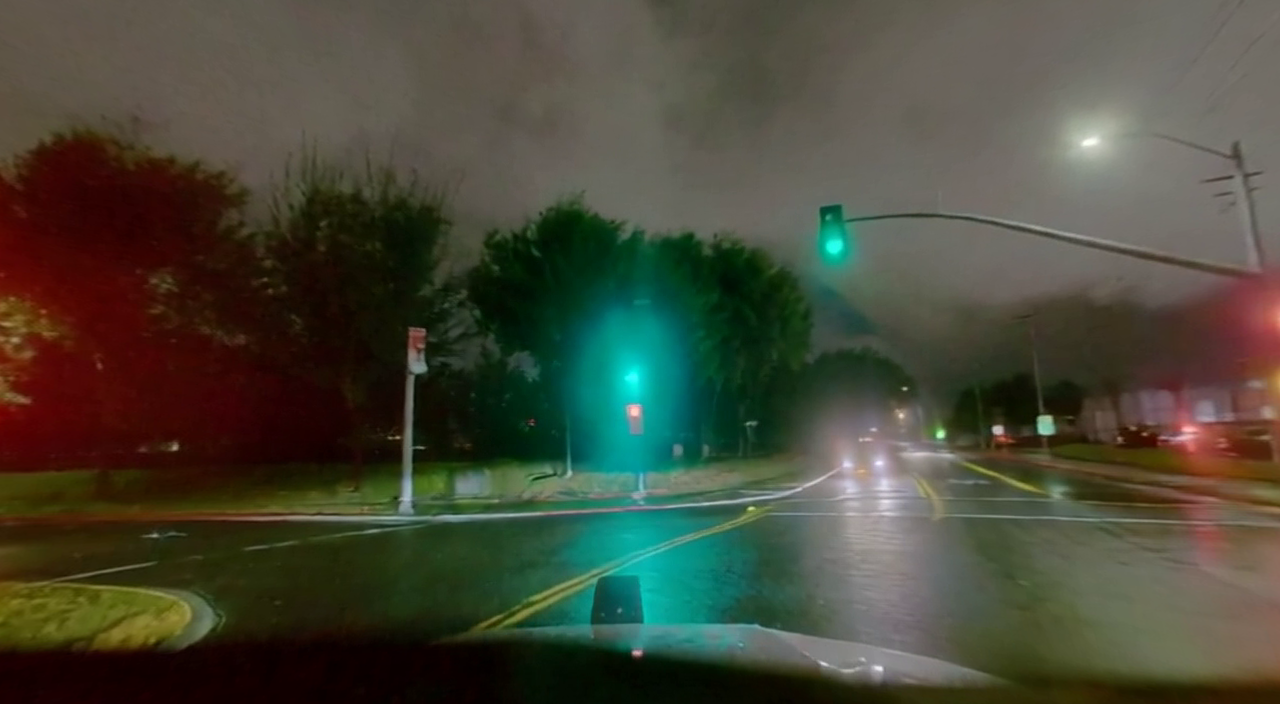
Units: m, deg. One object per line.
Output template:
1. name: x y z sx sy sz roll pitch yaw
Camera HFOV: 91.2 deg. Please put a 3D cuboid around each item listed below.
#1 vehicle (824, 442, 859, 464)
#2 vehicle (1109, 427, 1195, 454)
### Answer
1. vehicle: 14.455 7.248 44.895 1.964 1.497 3.674 -4 -10 23
2. vehicle: 29.516 5.114 36.220 3.426 1.405 1.553 -5 -9 21
